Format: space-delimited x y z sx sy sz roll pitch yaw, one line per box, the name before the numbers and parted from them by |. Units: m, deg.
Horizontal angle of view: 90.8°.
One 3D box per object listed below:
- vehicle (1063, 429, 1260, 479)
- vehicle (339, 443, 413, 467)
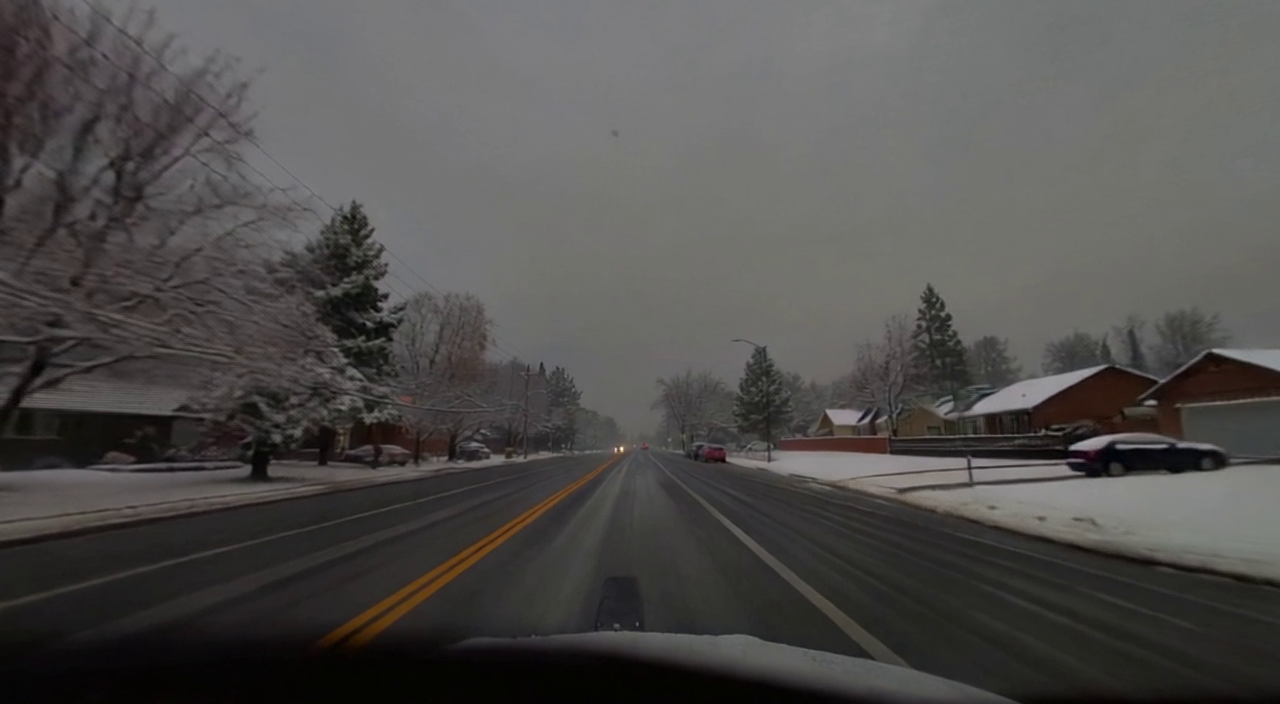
vehicle | 16.817 3.306 20.609 4.443 1.497 2.168 0 -8 3
vehicle | -19.626 7.673 47.058 4.497 1.674 2.168 -1 -9 4
